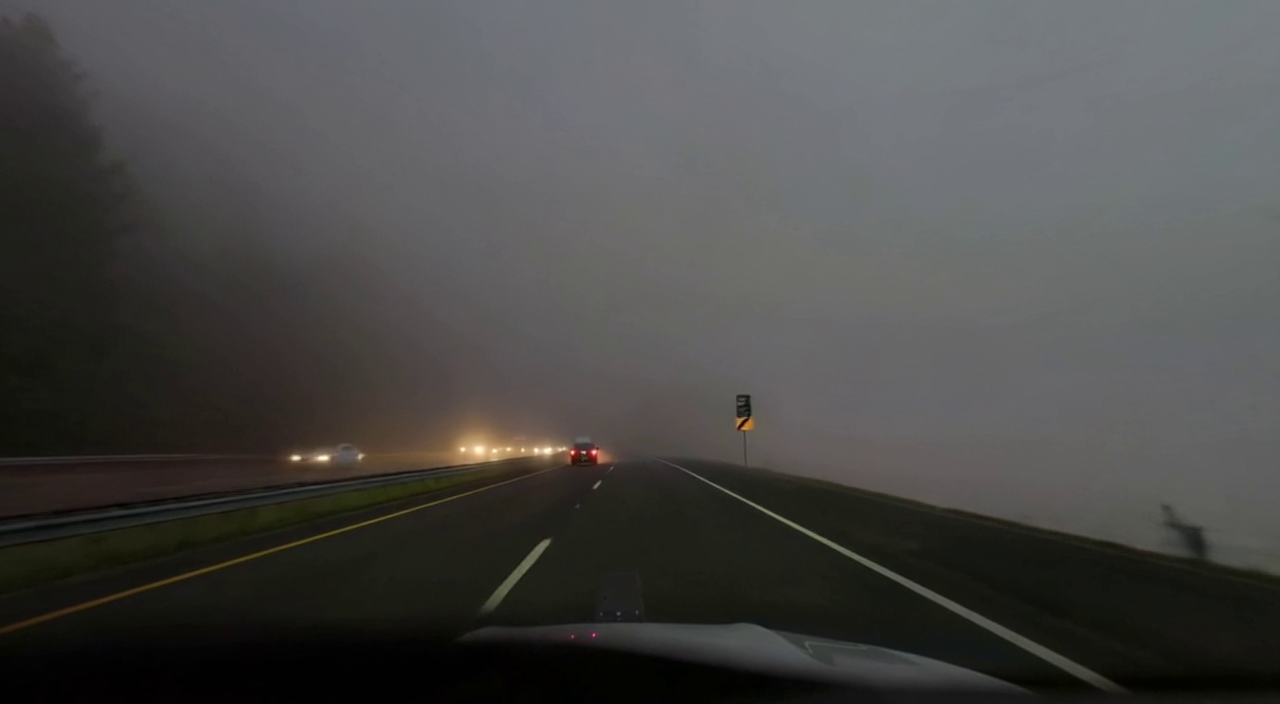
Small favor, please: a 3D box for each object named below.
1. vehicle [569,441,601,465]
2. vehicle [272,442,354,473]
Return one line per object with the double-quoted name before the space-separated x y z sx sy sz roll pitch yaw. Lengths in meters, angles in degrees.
"vehicle" -4.107 7.660 47.622 2.098 1.692 4.038 0 -9 -1
"vehicle" -16.996 5.501 32.822 1.956 1.531 4.217 0 -9 0
